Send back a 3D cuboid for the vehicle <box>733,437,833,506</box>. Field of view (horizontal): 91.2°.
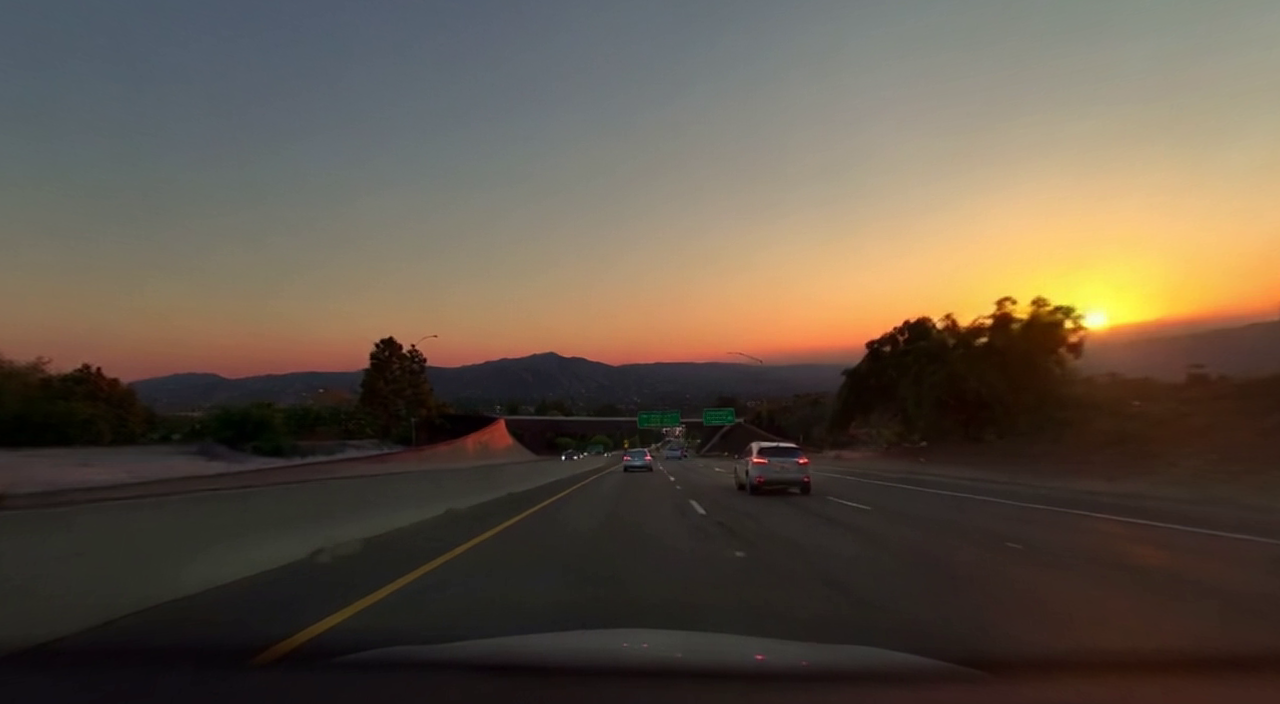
[{"bbox_3d":[3.663,3.118,16.762,1.969,1.595,3.964,-1,-9,4],"label":"vehicle"}]

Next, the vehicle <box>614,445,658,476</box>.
[{"bbox_3d":[-0.141,5.891,34.260,2.084,1.594,4.219,-1,-9,4],"label":"vehicle"}]
